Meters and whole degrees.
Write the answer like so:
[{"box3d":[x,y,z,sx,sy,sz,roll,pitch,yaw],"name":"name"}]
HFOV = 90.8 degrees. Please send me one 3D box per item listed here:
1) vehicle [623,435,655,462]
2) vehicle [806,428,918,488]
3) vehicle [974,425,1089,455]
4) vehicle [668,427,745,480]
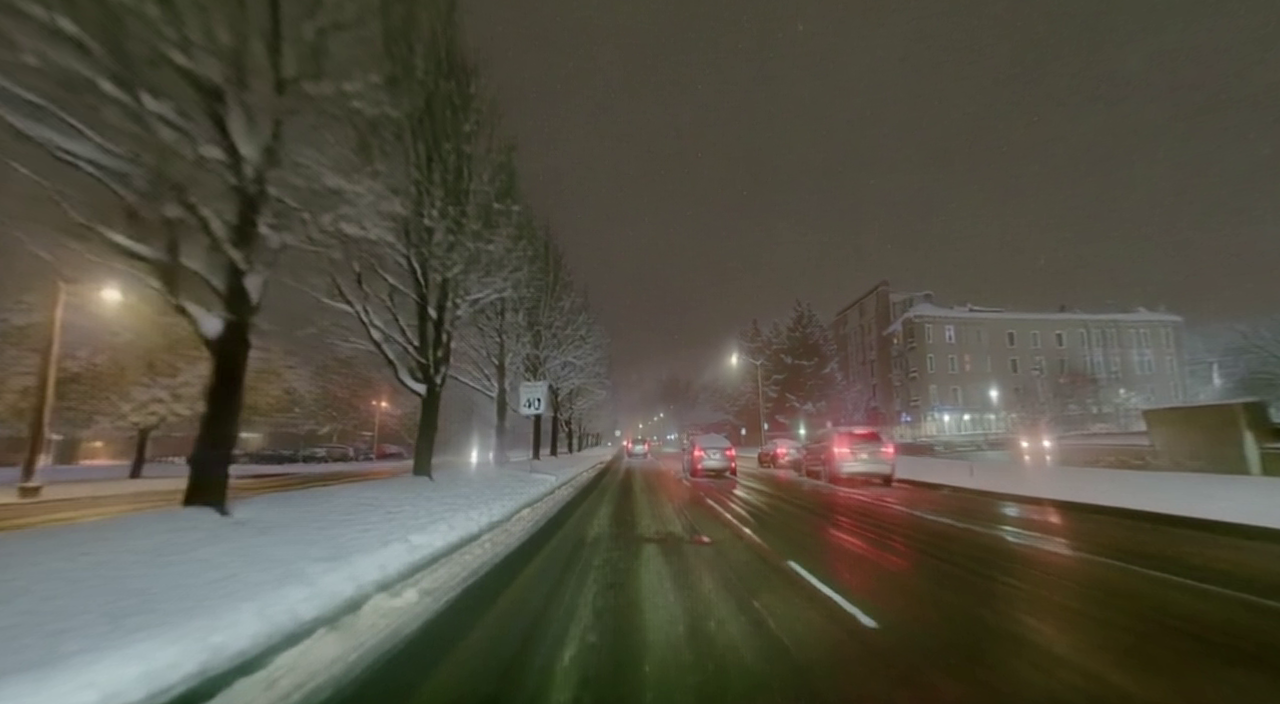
[{"box3d":[-0.060,6.577,43.079,2.132,1.693,3.819,0,-8,0],"name":"vehicle"},{"box3d":[6.992,3.381,20.420,2.025,1.719,4.161,0,-8,-1],"name":"vehicle"},{"box3d":[20.625,4.665,33.473,4.608,1.533,2.193,0,-8,0],"name":"vehicle"},{"box3d":[2.377,3.795,23.907,2.227,1.794,4.457,0,-8,-3],"name":"vehicle"}]
